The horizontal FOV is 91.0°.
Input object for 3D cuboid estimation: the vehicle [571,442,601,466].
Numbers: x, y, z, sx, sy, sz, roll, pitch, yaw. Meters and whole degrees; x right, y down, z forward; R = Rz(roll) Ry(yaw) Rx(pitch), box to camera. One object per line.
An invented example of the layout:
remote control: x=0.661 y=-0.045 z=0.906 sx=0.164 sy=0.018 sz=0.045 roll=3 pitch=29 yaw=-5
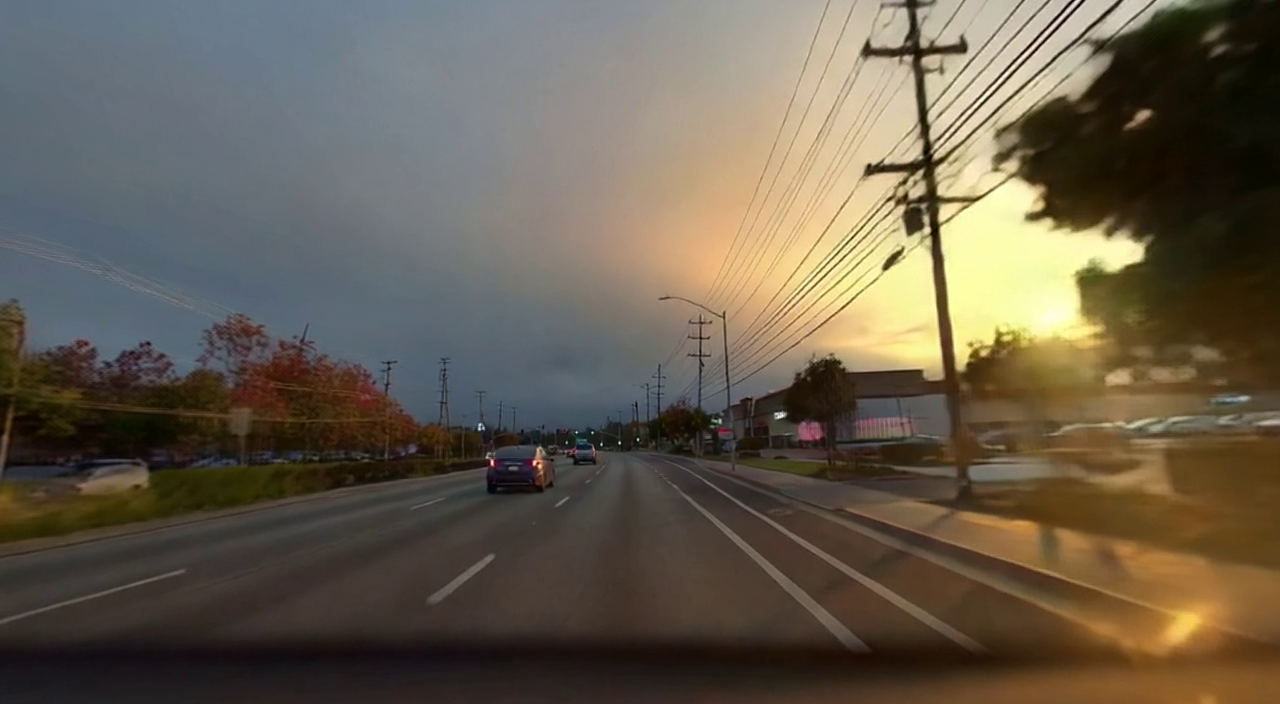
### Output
vehicle: x=-4.225 y=8.063 z=49.913 sx=2.087 sy=1.736 sz=4.311 roll=0 pitch=-9 yaw=-1

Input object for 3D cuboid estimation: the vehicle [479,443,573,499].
vehicle: x=-3.275 y=3.509 z=19.021 sx=1.942 sy=1.469 sz=4.426 roll=0 pitch=-9 yaw=1

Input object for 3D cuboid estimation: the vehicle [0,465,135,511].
vehicle: x=-25.798 y=5.996 z=28.218 sx=1.973 sy=1.695 sz=4.541 roll=-2 pitch=-9 yaw=15
